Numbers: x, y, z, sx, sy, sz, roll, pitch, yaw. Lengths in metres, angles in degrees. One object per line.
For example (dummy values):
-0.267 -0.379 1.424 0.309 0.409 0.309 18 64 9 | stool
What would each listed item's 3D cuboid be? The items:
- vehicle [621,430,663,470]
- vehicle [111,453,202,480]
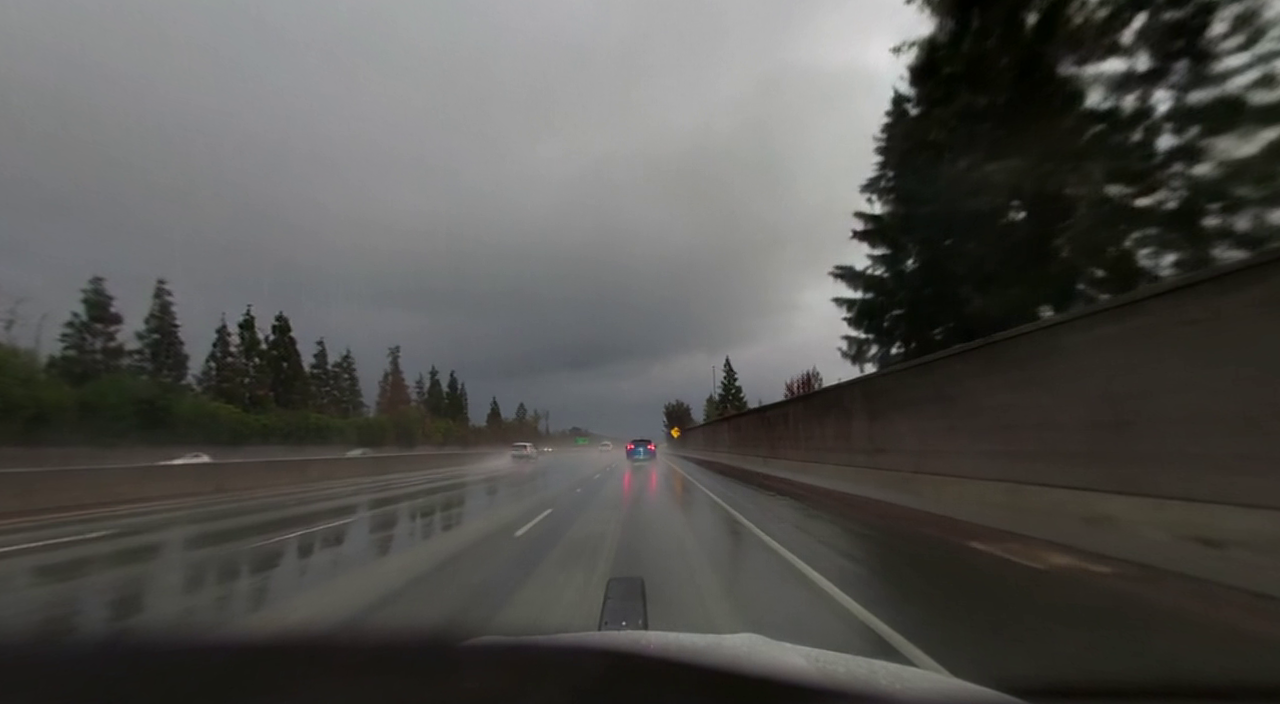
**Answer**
0.112 5.753 37.122 2.318 2.145 4.561 0 -8 0 | vehicle
-30.864 7.321 40.466 2.126 1.550 4.671 0 -8 1 | vehicle
